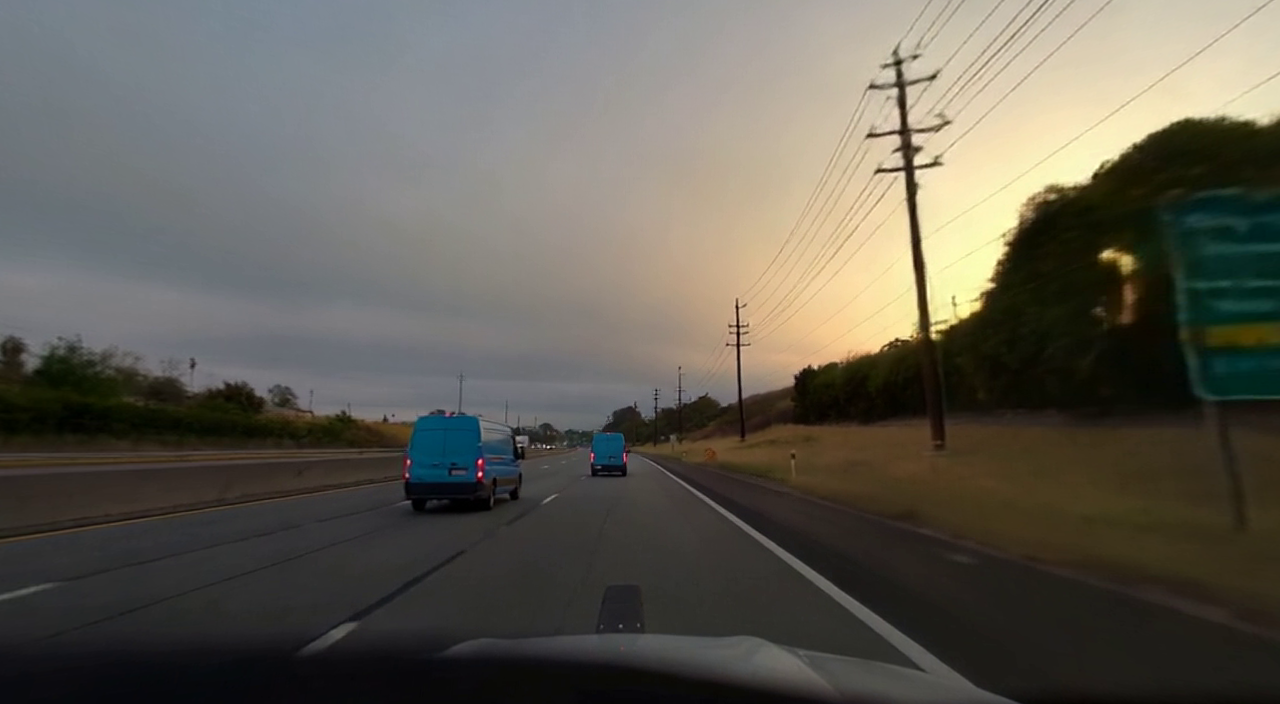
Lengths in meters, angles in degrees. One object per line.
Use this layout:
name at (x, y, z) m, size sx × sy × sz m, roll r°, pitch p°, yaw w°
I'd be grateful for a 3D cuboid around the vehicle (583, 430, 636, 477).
vehicle at (-1.335, 4.831, 30.096) m, size 2.197 × 2.011 × 5.130 m, roll 0°, pitch -9°, yaw 1°

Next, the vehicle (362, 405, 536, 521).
vehicle at (-3.760, 2.331, 13.602) m, size 2.145 × 2.010 × 4.980 m, roll 0°, pitch -9°, yaw 0°
